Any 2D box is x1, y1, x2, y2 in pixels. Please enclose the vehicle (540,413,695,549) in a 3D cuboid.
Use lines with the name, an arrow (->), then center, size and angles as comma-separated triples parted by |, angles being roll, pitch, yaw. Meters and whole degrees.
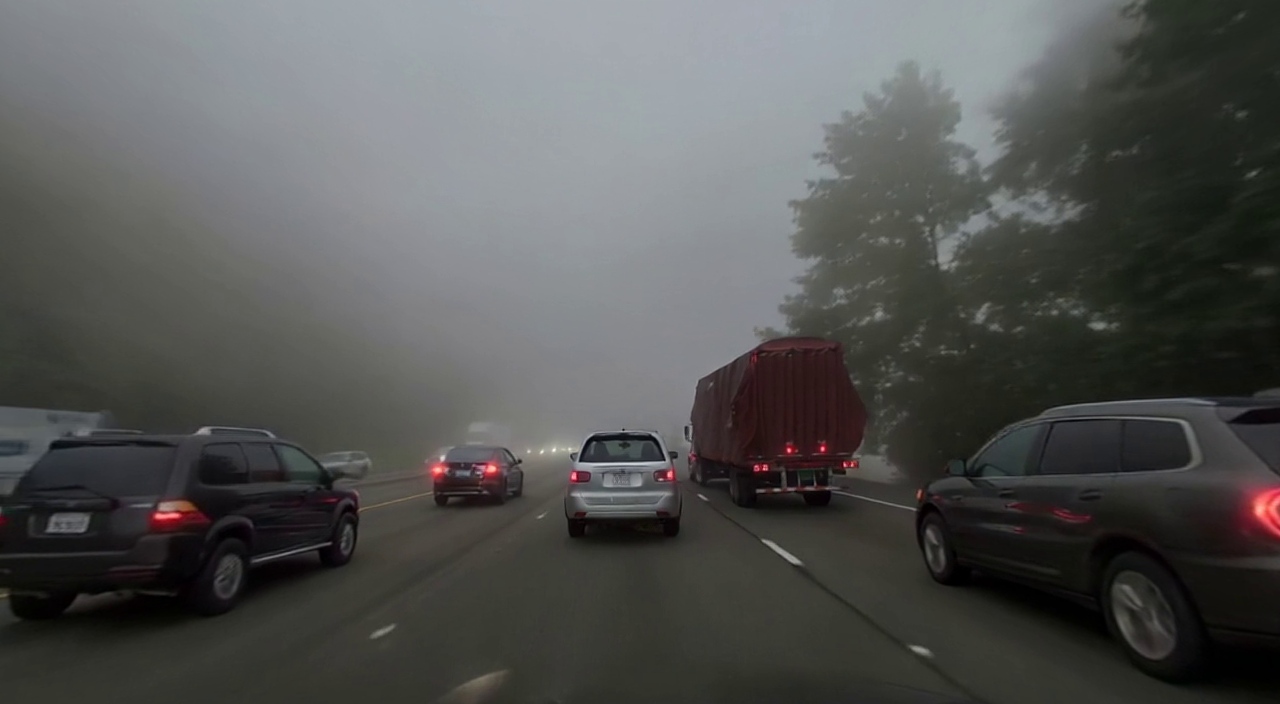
vehicle -> -0.311, 2.039, 10.516 | 2.037, 1.792, 4.194 | 0, -9, 0

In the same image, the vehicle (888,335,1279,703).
vehicle -> 3.657, 1.076, 4.225 | 2.076, 1.751, 4.666 | 0, -9, 0

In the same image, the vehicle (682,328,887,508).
vehicle -> 3.786, 2.677, 22.153 | 3.186, 4.111, 15.553 | 0, -9, -1

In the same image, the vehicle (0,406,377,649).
vehicle -> -4.329, 1.477, 6.216 | 1.789, 1.620, 3.841 | 0, -9, 0

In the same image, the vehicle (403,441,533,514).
vehicle -> -3.968, 2.971, 15.401 | 1.923, 1.503, 4.293 | 0, -9, 1
